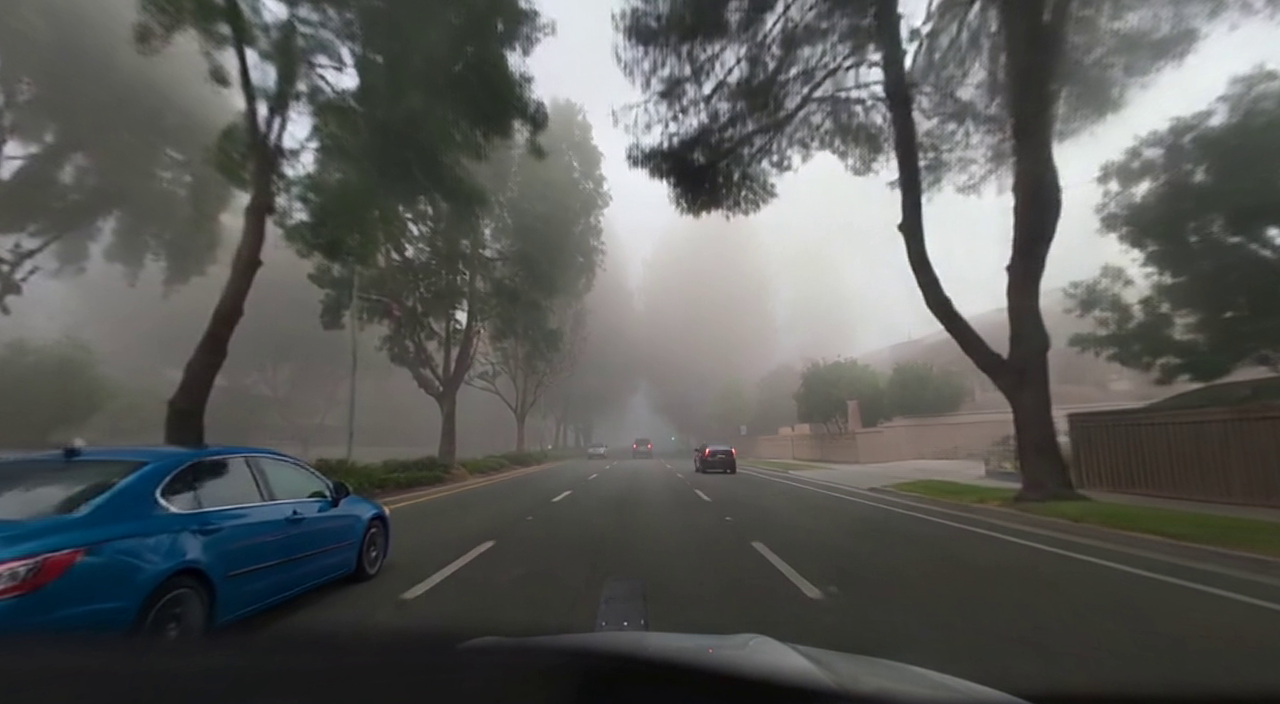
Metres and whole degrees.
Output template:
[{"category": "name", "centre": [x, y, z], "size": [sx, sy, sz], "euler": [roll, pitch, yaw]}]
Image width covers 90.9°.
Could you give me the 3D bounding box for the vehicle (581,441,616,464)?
[{"category": "vehicle", "centre": [-2.721, 6.723, 42.265], "size": [1.940, 1.473, 4.133], "euler": [0, -8, 2]}]

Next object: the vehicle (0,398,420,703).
[{"category": "vehicle", "centre": [-3.537, 1.224, 4.402], "size": [2.091, 1.503, 4.989], "euler": [0, -8, 1]}]

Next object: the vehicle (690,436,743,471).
[{"category": "vehicle", "centre": [3.912, 5.276, 33.024], "size": [2.182, 1.688, 4.187], "euler": [0, -8, -1]}]
